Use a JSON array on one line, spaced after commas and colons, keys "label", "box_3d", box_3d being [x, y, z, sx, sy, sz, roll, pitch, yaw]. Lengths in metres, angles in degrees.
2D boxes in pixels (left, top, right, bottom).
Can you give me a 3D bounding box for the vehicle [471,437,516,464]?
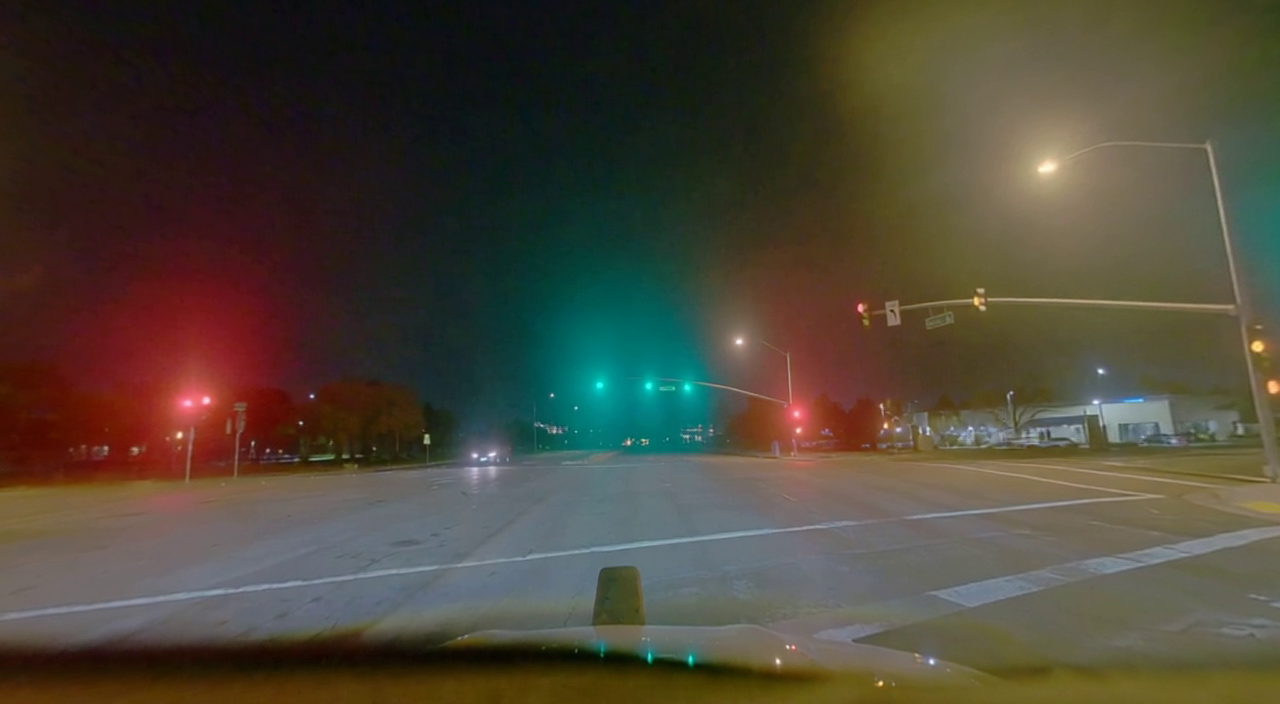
[{"label": "vehicle", "box_3d": [-9.735, 6.615, 42.365, 1.988, 1.692, 4.412, 0, -8, 0]}]
